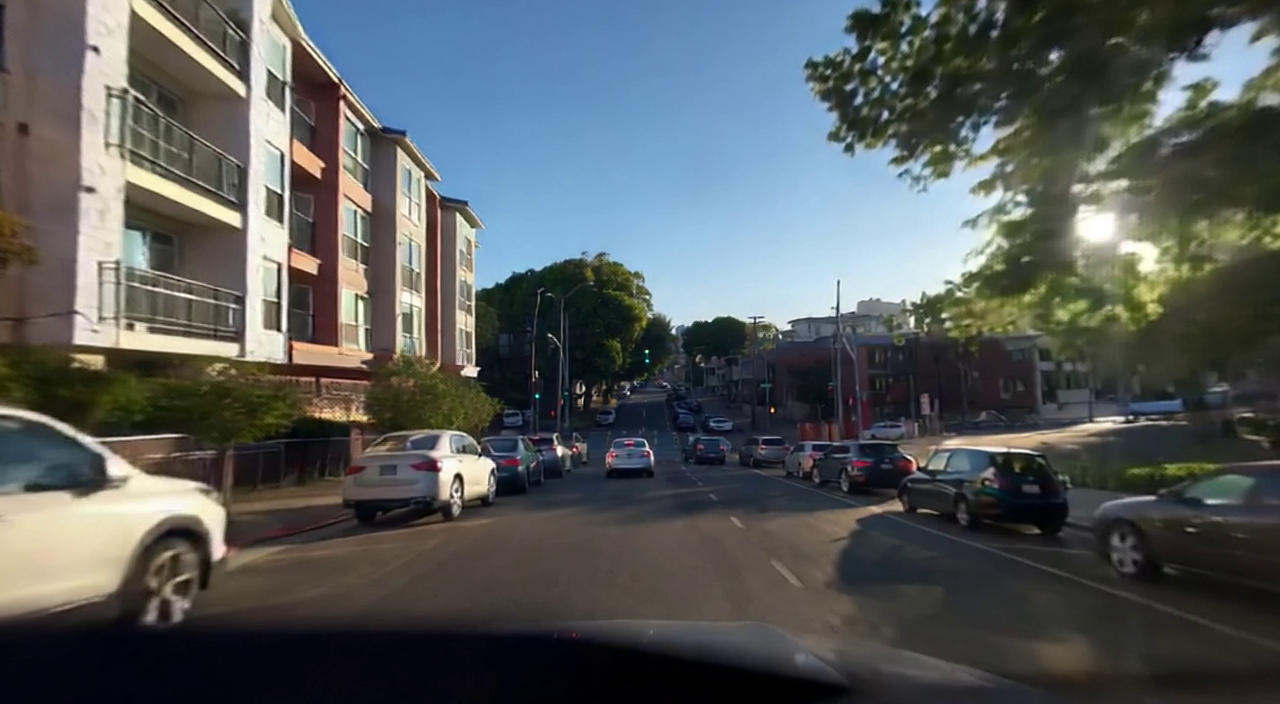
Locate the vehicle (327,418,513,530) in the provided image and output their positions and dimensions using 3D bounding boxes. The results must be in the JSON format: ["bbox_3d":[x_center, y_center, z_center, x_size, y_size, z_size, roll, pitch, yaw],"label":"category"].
[{"bbox_3d":[-3.683,2.103,11.390,1.831,1.650,3.852,0,-8,2],"label":"vehicle"}]

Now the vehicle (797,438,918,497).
[{"bbox_3d":[6.113,3.292,18.346,1.938,1.487,4.371,0,-8,0],"label":"vehicle"}]

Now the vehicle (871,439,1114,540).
[{"bbox_3d":[6.211,2.435,11.914,1.980,1.518,4.526,0,-8,0],"label":"vehicle"}]

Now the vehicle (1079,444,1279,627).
[{"bbox_3d":[6.160,1.544,5.425,1.814,1.490,4.109,0,-8,1],"label":"vehicle"}]

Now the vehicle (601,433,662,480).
[{"bbox_3d":[-0.271,3.626,22.105,1.923,1.460,3.923,0,-8,0],"label":"vehicle"}]

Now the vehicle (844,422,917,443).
[{"bbox_3d":[18.317,6.191,48.113,4.738,1.537,1.960,0,-8,2],"label":"vehicle"}]

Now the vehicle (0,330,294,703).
[{"bbox_3d":[-3.680,0.805,2.704,1.975,1.759,4.250,0,-8,-1],"label":"vehicle"}]

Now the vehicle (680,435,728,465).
[{"bbox_3d":[3.235,5.084,32.823,2.055,1.450,4.676,0,-8,0],"label":"vehicle"}]

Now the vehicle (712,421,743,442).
[{"bbox_3d":[6.538,6.021,47.656,1.815,1.519,3.491,0,-8,0],"label":"vehicle"}]

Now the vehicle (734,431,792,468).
[{"bbox_3d":[6.151,4.931,32.048,1.999,1.752,4.502,0,-8,0],"label":"vehicle"}]
